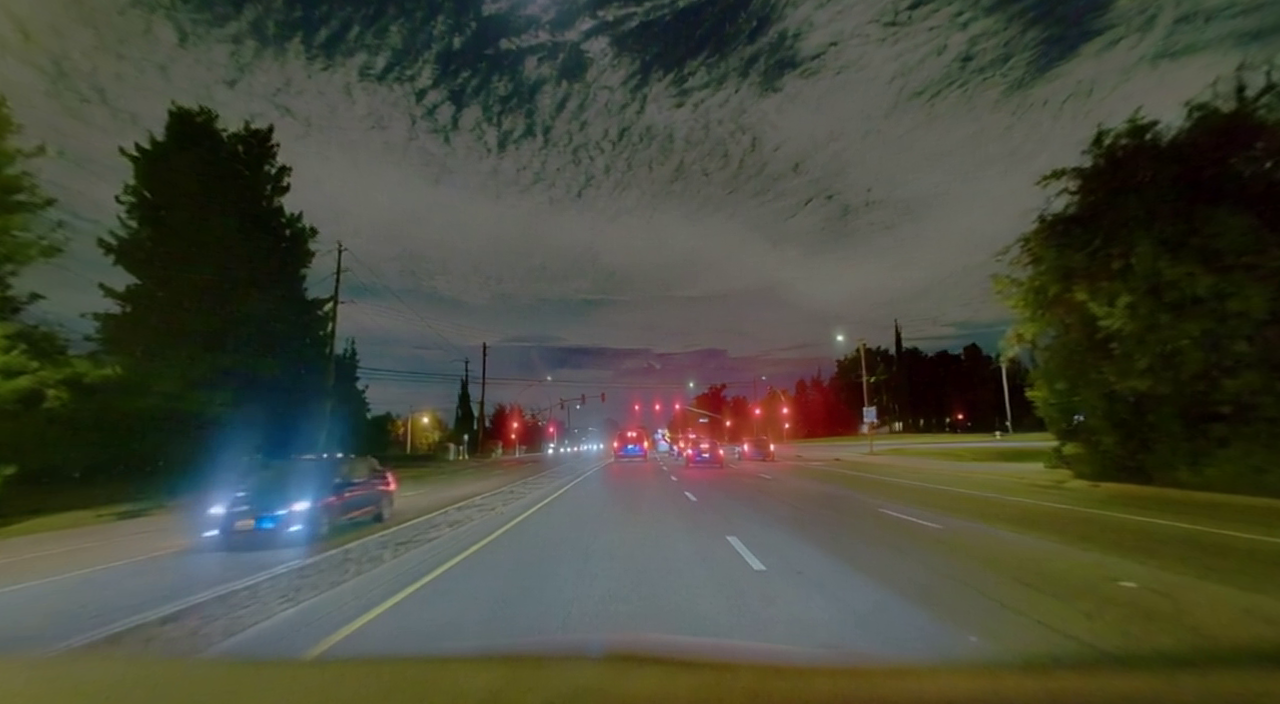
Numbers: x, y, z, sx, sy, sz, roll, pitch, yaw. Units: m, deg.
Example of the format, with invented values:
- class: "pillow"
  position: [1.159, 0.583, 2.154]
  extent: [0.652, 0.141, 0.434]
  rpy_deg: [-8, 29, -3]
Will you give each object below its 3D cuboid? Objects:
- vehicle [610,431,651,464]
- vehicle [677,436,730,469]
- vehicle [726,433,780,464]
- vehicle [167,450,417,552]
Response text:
- class: "vehicle"
  position: [-0.563, 5.659, 37.496]
  extent: [2.300, 1.821, 4.254]
  rpy_deg: [0, -8, -1]
- class: "vehicle"
  position: [2.970, 4.830, 30.607]
  extent: [1.984, 1.462, 4.513]
  rpy_deg: [0, -8, -2]
- class: "vehicle"
  position: [6.508, 5.615, 36.974]
  extent: [2.198, 1.678, 4.419]
  rpy_deg: [0, -8, -2]
- class: "vehicle"
  position: [-6.065, 2.606, 11.819]
  extent: [2.157, 1.483, 4.397]
  rpy_deg: [0, -8, 0]
